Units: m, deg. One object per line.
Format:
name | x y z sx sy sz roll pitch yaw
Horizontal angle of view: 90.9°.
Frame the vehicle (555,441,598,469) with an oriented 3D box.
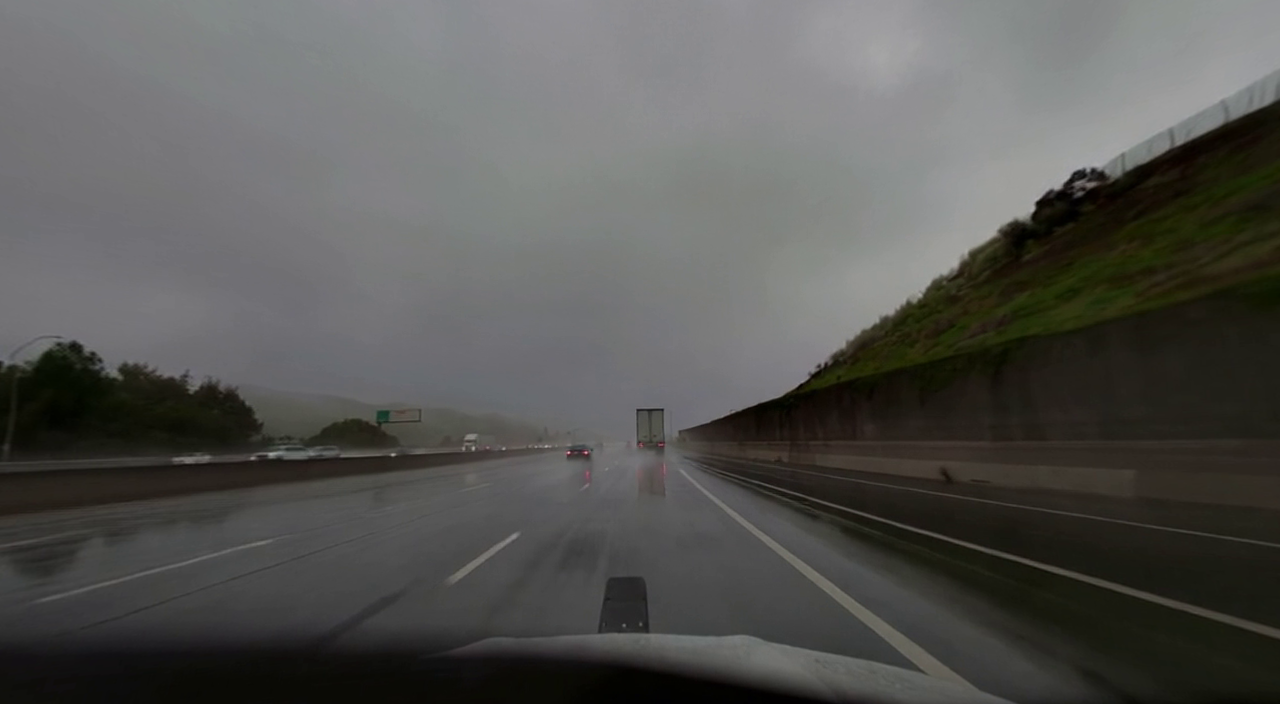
vehicle | -3.590 5.950 36.481 1.983 1.508 4.060 0 -8 1
